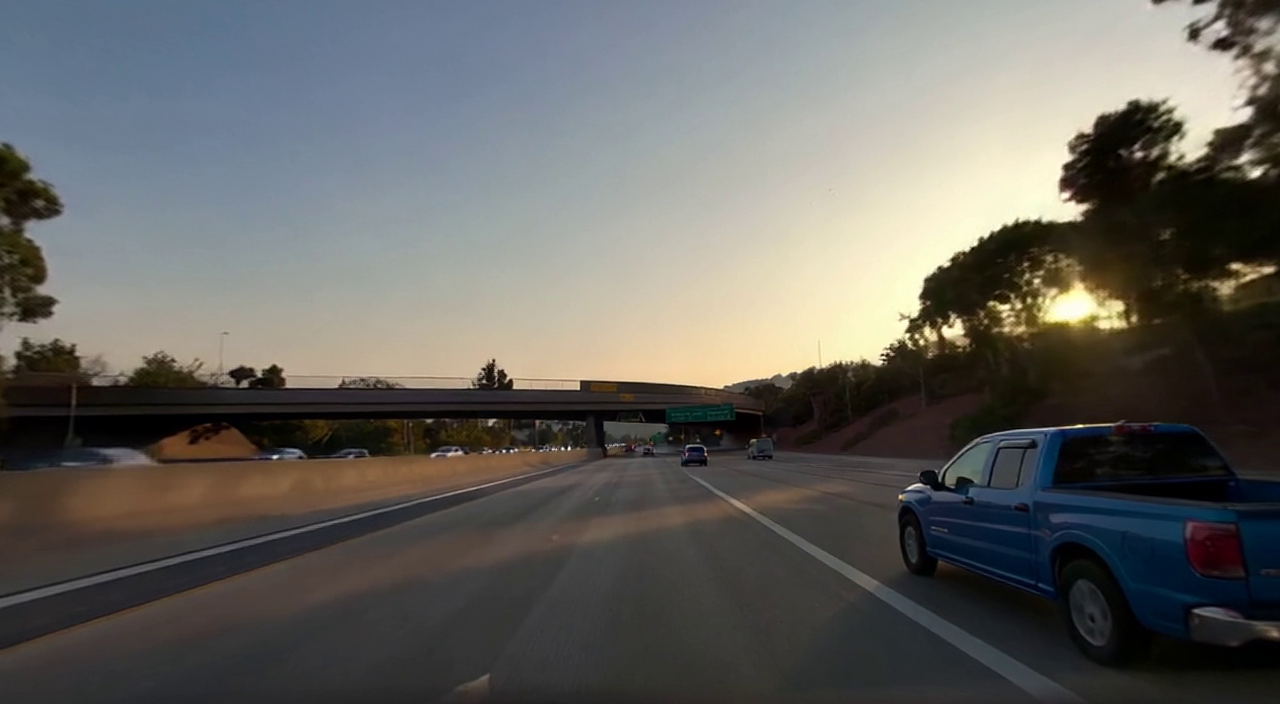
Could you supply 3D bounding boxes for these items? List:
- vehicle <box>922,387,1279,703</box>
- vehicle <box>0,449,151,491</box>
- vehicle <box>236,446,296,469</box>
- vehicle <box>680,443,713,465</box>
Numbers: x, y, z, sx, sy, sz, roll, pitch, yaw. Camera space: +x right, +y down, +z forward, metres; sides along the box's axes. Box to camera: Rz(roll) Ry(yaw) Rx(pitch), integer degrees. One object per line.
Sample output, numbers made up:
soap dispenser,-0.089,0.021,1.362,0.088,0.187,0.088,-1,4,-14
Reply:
vehicle,3.396,0.962,2.739,2.119,1.524,4.807,0,-8,0
vehicle,-21.954,4.546,24.763,1.876,1.456,4.456,0,-8,0
vehicle,-29.209,8.224,49.425,1.897,1.665,4.562,0,-8,0
vehicle,4.274,7.755,48.103,2.014,1.643,4.039,0,-8,-1
